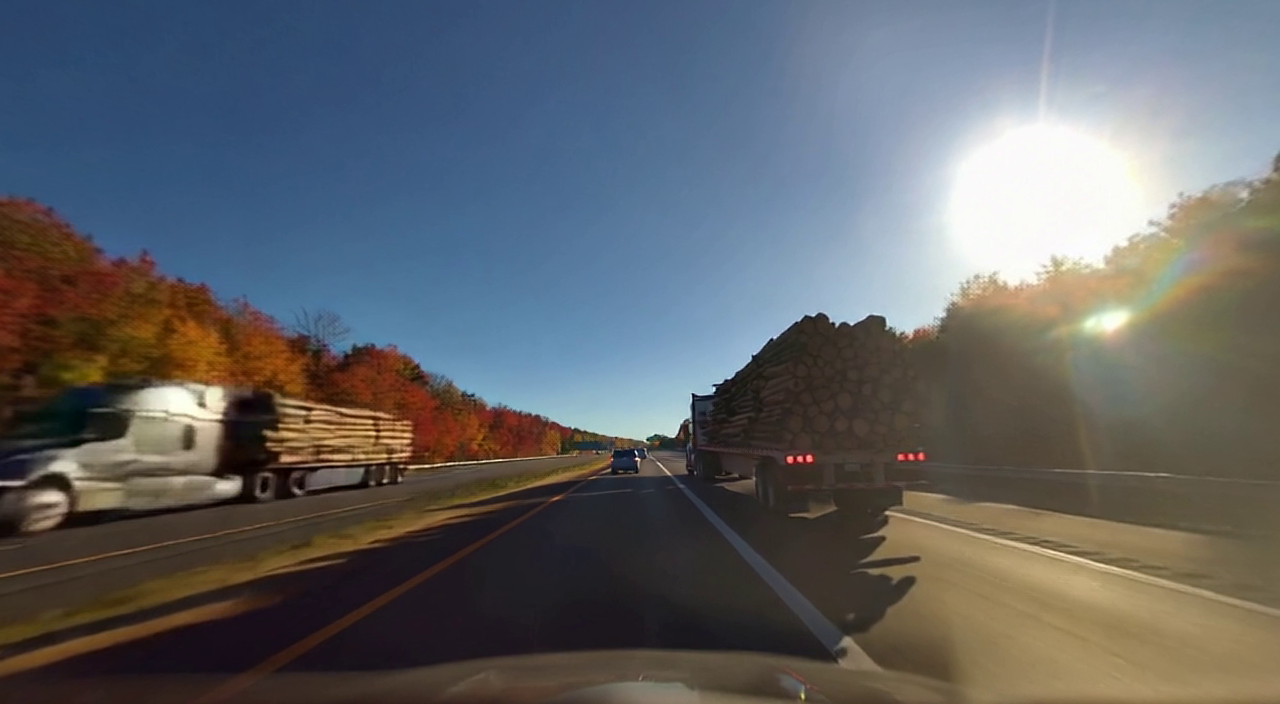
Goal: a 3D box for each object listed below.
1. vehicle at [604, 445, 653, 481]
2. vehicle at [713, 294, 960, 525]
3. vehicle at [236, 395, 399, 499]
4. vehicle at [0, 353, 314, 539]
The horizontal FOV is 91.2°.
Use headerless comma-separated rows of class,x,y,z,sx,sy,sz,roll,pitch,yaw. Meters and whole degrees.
vehicle,-0.482,5.036,28.731,2.099,1.506,4.097,-1,-9,0
vehicle,3.787,1.564,14.865,3.004,3.923,8.363,-1,-9,0
vehicle,-14.031,4.297,28.325,2.876,3.959,8.104,-1,-9,1
vehicle,-14.101,2.795,18.675,2.968,3.947,10.444,-1,-9,1
